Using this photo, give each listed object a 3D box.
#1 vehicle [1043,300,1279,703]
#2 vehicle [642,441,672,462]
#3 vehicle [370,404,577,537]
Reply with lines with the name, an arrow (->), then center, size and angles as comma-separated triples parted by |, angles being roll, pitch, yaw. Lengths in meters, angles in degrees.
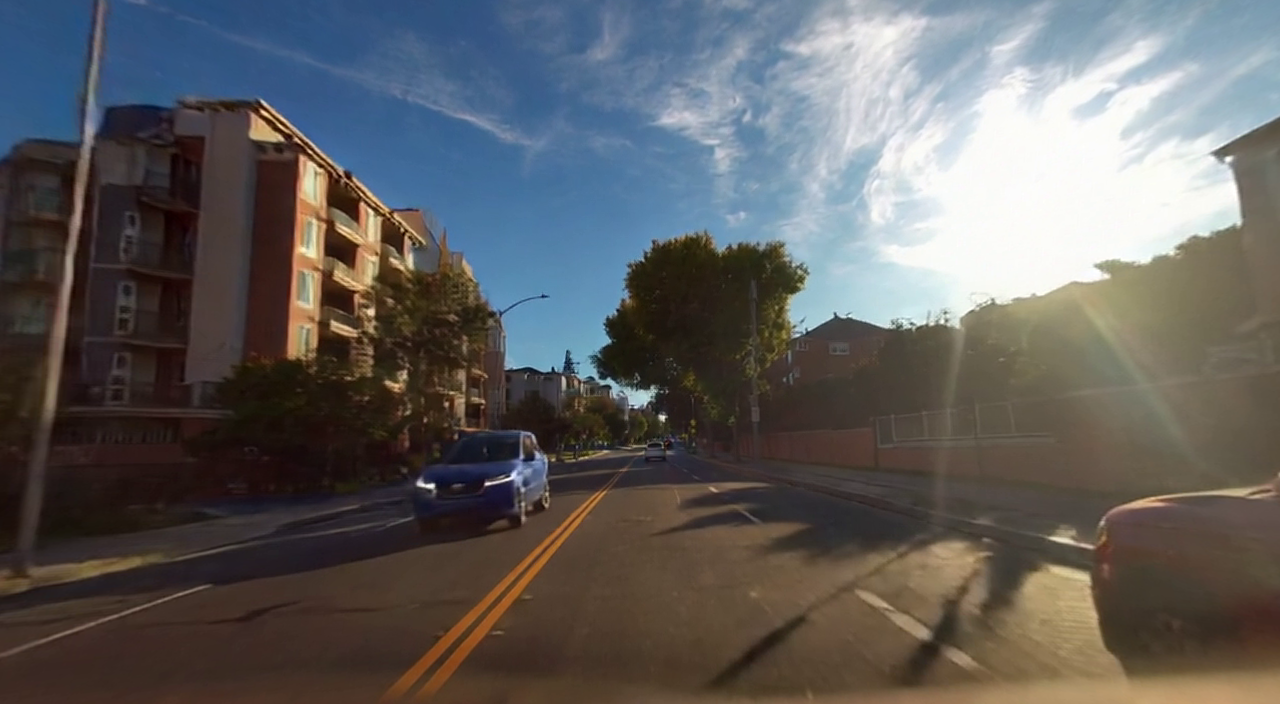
vehicle -> 3.447, 0.574, 1.242 | 2.130, 1.863, 4.844 | 0, -9, 1
vehicle -> 1.246, 7.485, 47.367 | 2.097, 1.463, 4.043 | 0, -8, 0
vehicle -> -2.863, 2.266, 12.740 | 2.469, 2.023, 5.896 | 0, -8, 1
